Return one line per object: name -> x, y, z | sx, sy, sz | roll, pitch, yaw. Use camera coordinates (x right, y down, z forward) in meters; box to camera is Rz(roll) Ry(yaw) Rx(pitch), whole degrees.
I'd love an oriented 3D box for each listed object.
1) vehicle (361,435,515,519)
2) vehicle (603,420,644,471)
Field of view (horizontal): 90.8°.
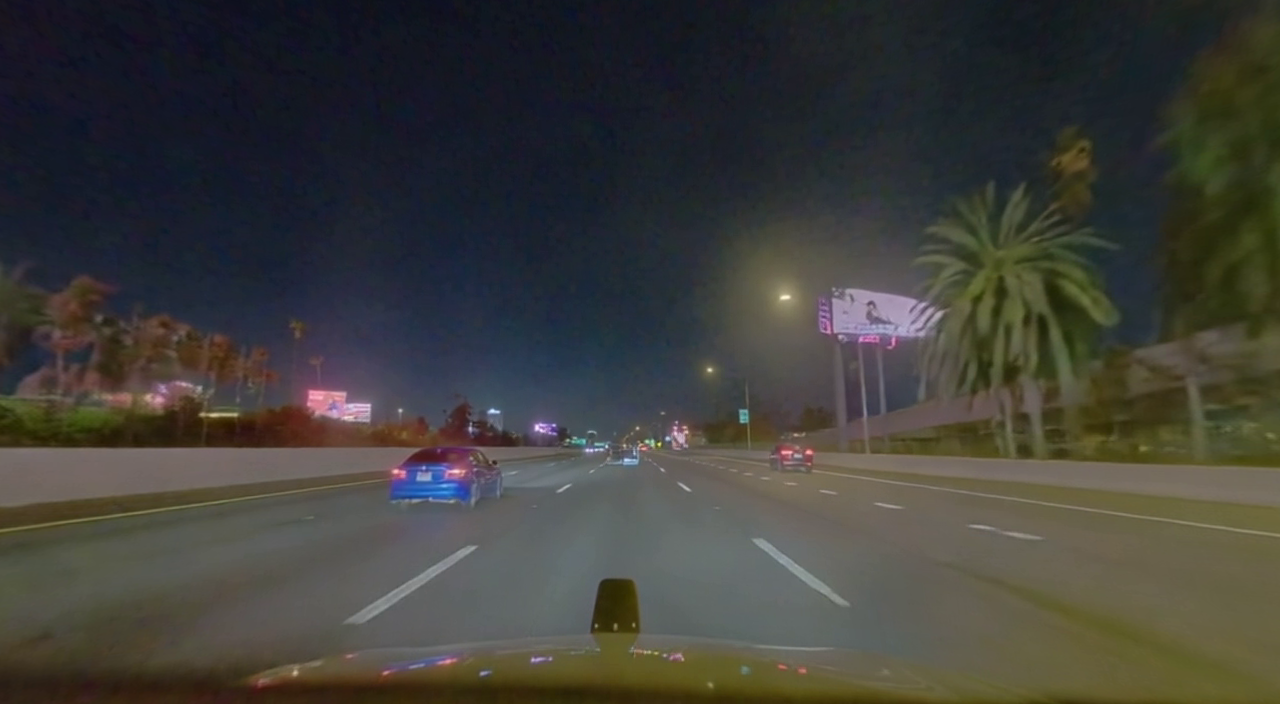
vehicle -> -4.363, 2.769, 14.616 | 2.021, 1.598, 4.887 | 0, -9, -1
vehicle -> -1.081, 5.971, 40.339 | 2.364, 2.953, 6.495 | 0, -9, -2
